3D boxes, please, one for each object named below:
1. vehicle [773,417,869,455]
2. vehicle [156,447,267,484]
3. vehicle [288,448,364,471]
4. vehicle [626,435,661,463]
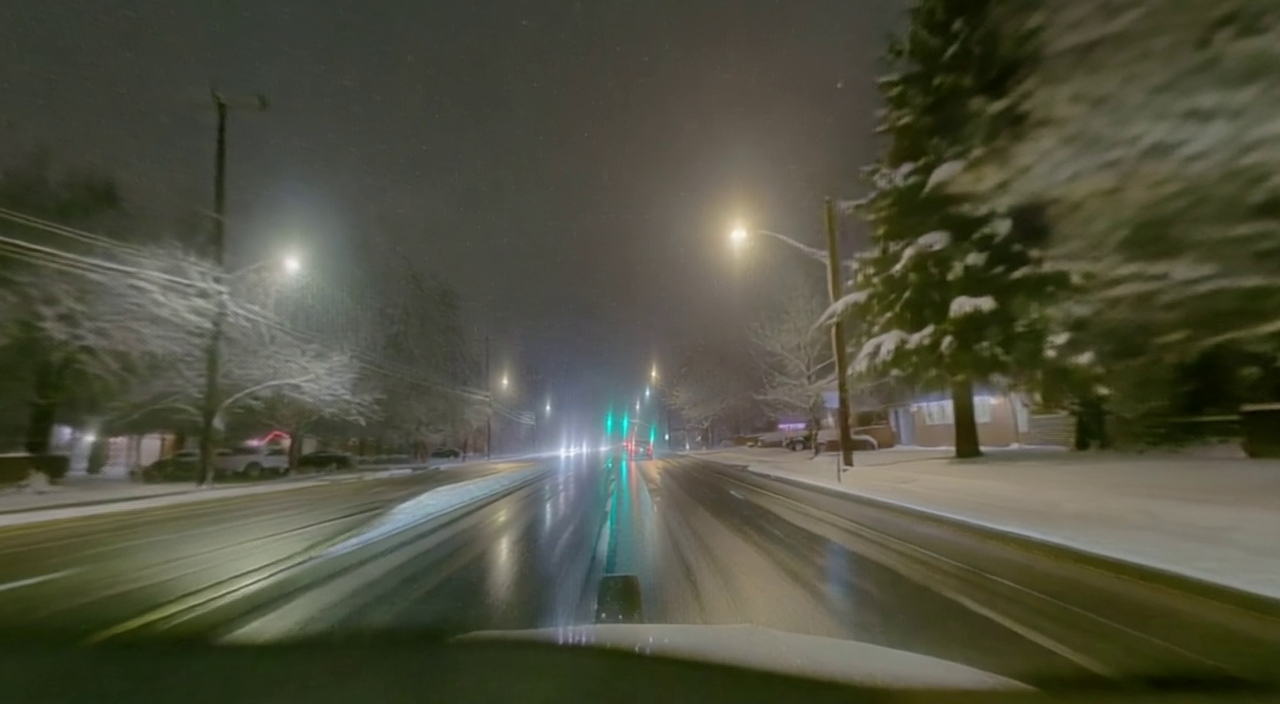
[{"bbox_3d":[11.863,5.542,41.620,5.577,2.450,2.199,0,-8,-3],"label":"vehicle"},{"bbox_3d":[-21.386,5.651,31.645,4.206,1.721,1.807,0,-8,0],"label":"vehicle"},{"bbox_3d":[-22.252,7.624,44.883,4.363,1.503,1.859,0,-8,-3],"label":"vehicle"},{"bbox_3d":[0.159,6.618,43.187,2.215,1.799,4.426,0,-8,-2],"label":"vehicle"}]
